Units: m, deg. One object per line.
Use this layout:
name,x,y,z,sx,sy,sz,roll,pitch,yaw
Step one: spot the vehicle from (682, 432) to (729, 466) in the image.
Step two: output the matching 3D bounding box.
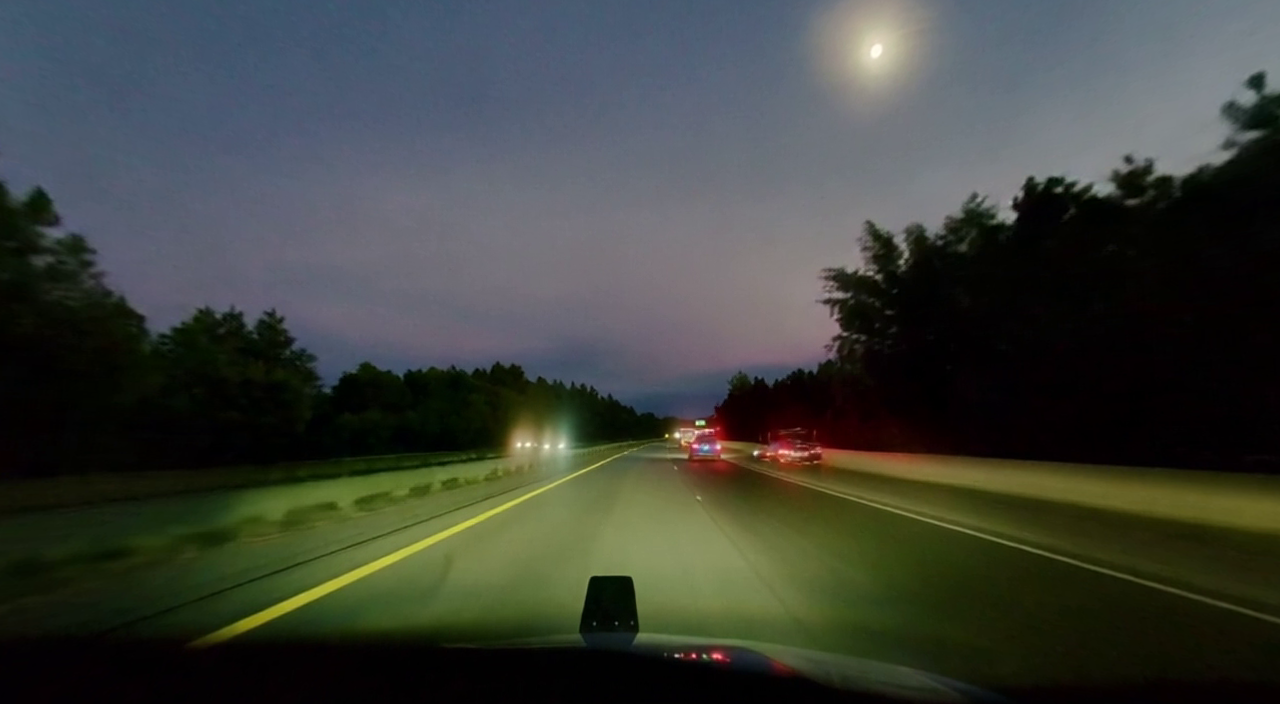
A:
vehicle,3.411,5.144,33.481,2.022,1.663,4.245,0,-8,0
